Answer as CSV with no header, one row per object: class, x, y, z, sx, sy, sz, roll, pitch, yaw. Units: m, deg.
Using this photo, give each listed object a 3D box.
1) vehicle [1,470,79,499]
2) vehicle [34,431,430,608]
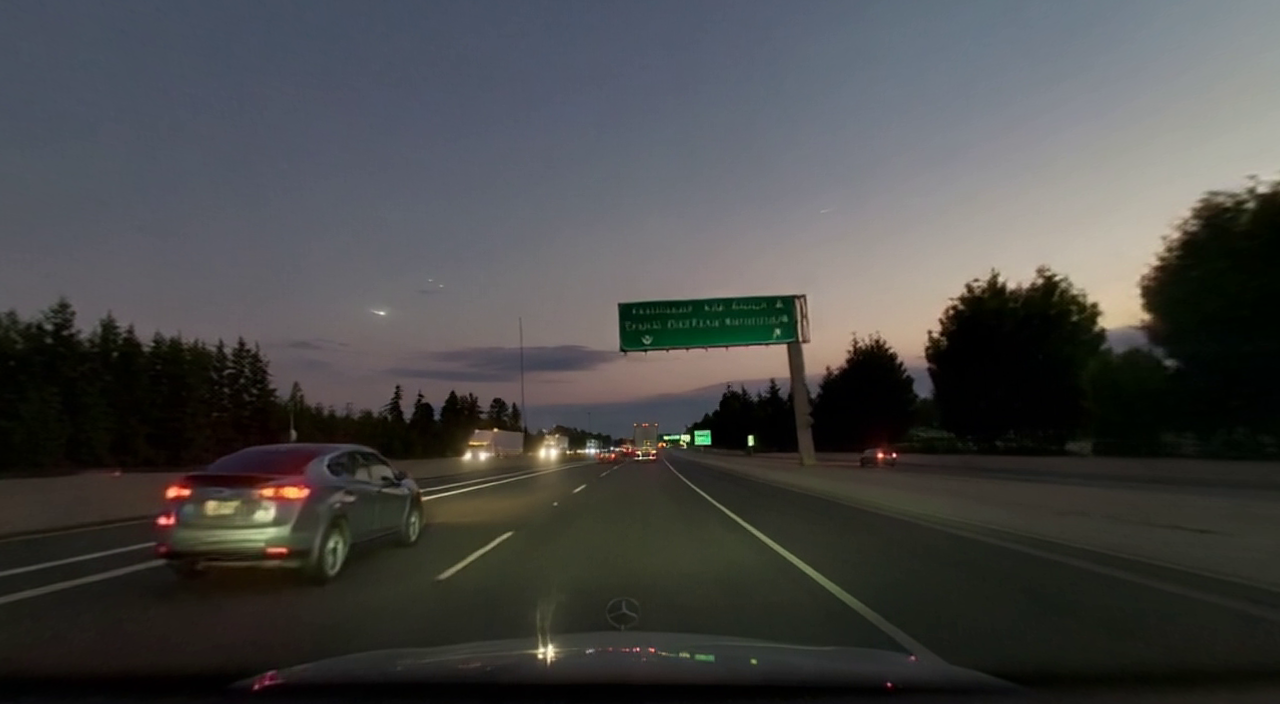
vehicle,-41.030,9.013,43.248,1.836,1.680,4.531,2,-9,-15
vehicle,-4.186,1.741,7.481,1.945,1.488,4.043,0,-9,1
